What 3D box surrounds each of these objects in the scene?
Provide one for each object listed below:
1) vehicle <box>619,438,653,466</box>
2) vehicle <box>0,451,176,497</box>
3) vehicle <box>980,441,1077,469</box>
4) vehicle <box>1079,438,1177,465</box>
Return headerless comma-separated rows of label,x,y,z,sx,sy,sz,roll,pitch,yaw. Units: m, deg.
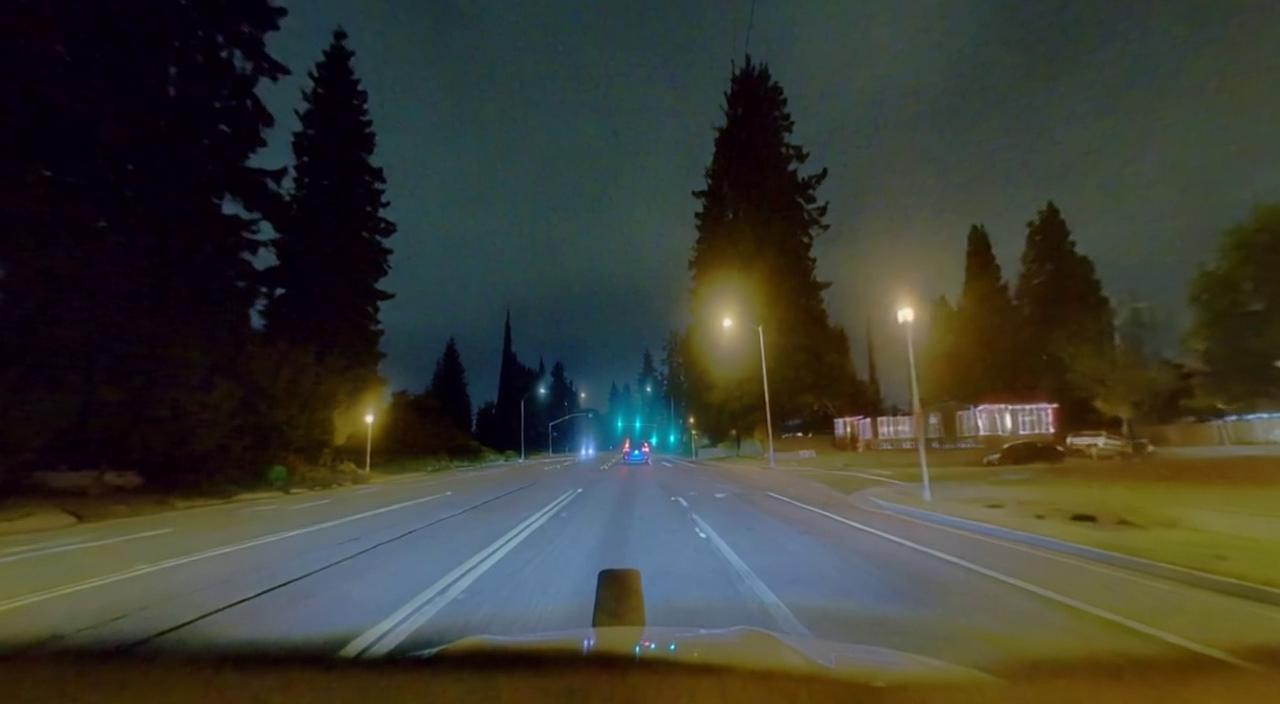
vehicle,-0.271,6.854,43.324,2.230,1.827,4.298,0,-9,-1
vehicle,-19.861,4.316,22.569,4.818,1.506,2.289,-1,-9,4
vehicle,22.180,5.876,36.185,4.218,1.505,2.169,1,-9,-8
vehicle,28.596,5.827,37.085,4.359,1.479,1.890,1,-9,-7
